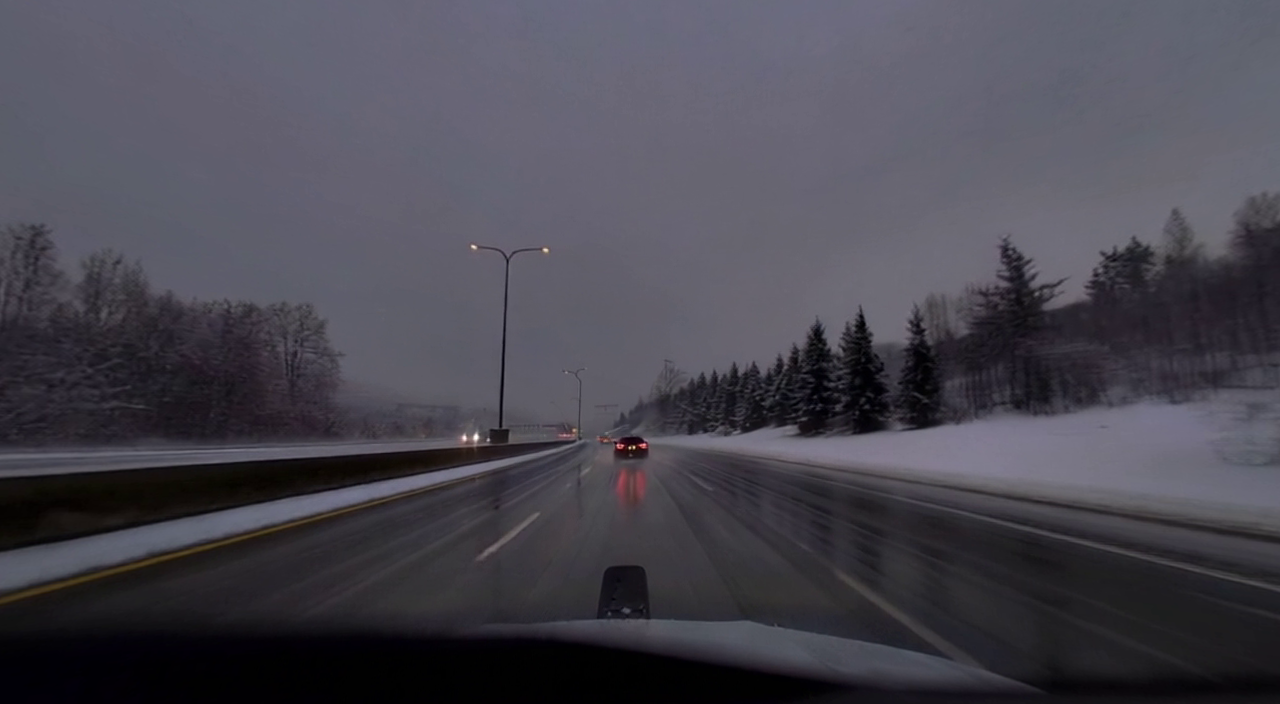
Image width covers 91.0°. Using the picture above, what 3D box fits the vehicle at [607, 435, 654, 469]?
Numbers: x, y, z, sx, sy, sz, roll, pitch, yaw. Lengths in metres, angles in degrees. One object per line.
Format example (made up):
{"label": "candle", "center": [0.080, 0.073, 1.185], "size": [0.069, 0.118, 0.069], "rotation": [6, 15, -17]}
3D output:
{"label": "vehicle", "center": [-0.429, 4.846, 30.524], "size": [2.130, 1.512, 4.057], "rotation": [0, -8, 0]}
